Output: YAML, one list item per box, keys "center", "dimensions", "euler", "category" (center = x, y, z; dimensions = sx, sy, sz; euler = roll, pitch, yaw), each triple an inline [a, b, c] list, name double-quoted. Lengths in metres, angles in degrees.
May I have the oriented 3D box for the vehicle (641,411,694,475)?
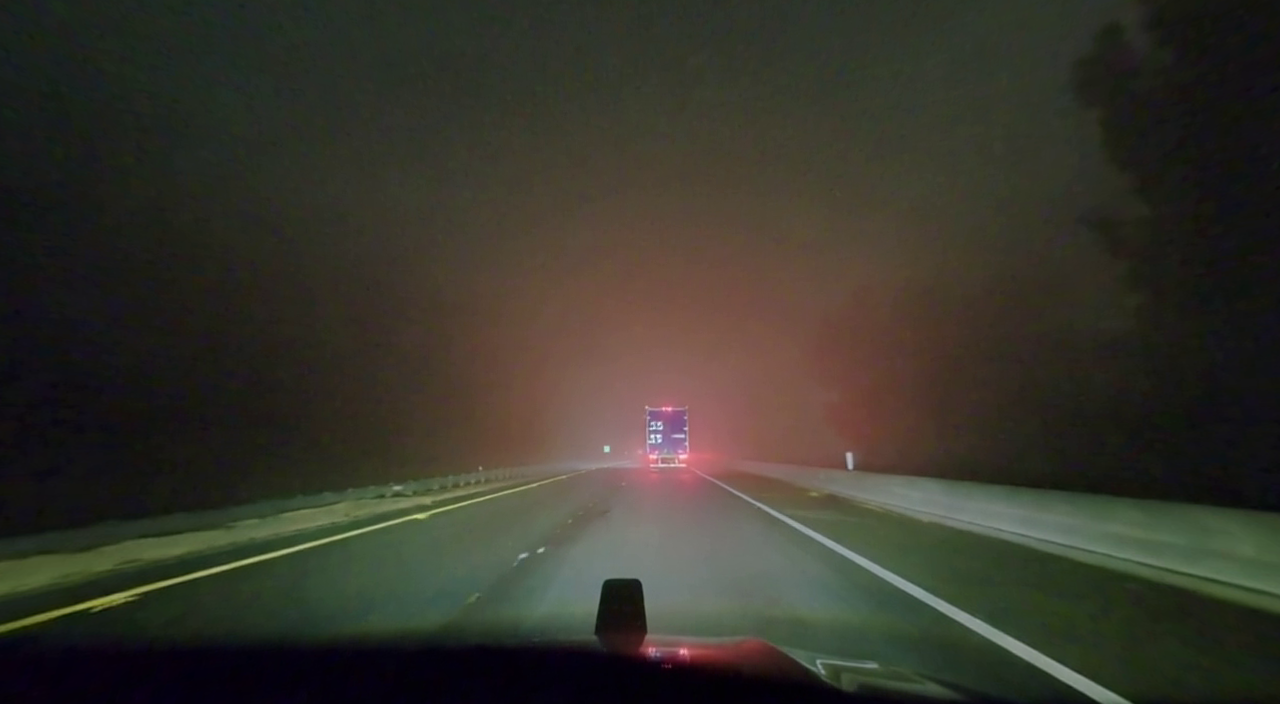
- center: [1.713, 6.221, 42.577]
  dimensions: [3.107, 3.718, 10.231]
  euler: [0, -9, 1]
  category: "vehicle"
